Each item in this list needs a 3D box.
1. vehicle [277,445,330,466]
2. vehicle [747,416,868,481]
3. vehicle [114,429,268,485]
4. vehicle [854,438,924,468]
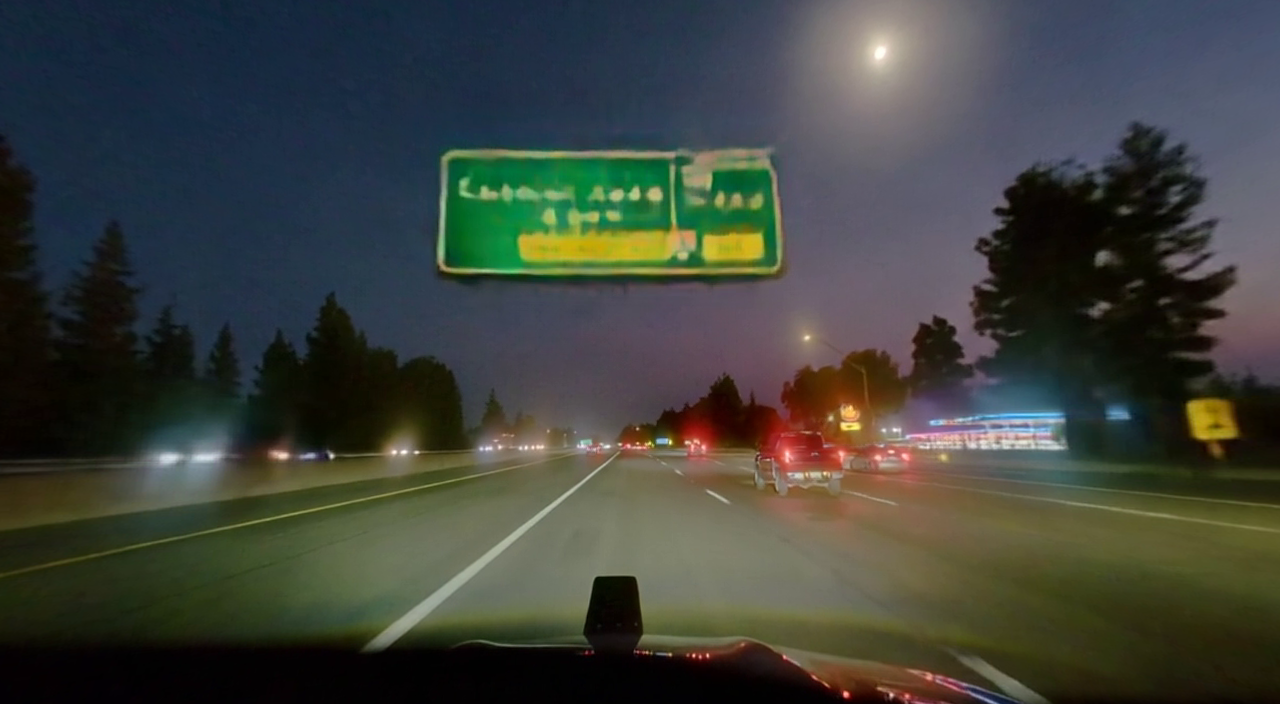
[{"bbox_3d":[-25.293,7.755,47.462,1.808,1.491,4.159,0,-8,-1],"label":"vehicle"},{"bbox_3d":[6.790,4.096,27.022,2.779,2.339,8.073,0,-8,-2],"label":"vehicle"},{"bbox_3d":[-16.835,3.947,24.063,2.147,1.888,5.094,0,-8,-1],"label":"vehicle"},{"bbox_3d":[14.212,5.800,36.214,2.072,1.611,4.387,0,-8,-2],"label":"vehicle"}]
